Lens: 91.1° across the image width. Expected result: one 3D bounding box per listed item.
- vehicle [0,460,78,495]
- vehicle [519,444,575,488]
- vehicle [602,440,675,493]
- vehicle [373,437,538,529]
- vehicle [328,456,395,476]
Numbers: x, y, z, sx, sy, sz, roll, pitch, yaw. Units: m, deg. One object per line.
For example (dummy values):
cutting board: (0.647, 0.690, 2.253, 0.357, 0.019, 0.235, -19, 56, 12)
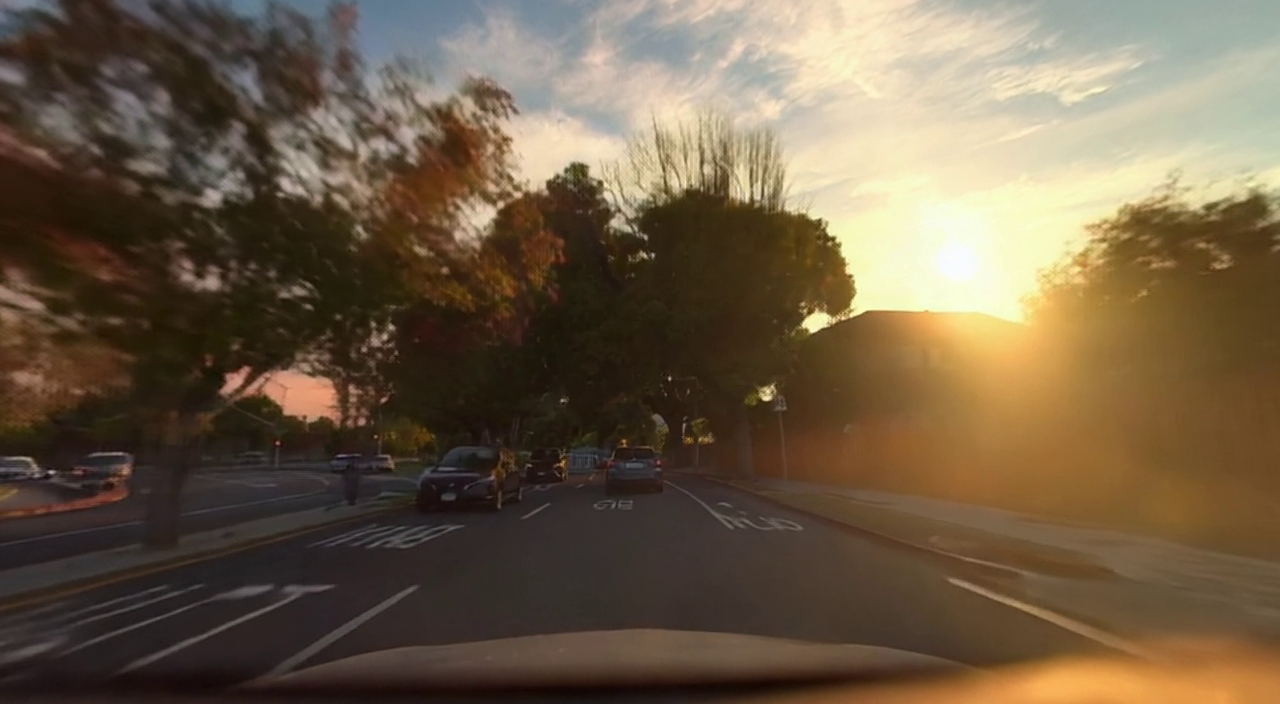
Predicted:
vehicle: (-32.019, 6.340, 31.762, 4.724, 1.597, 2.191, 2, -9, -14)
vehicle: (-3.536, 4.401, 24.527, 1.986, 1.561, 3.805, 1, -9, -6)
vehicle: (-0.135, 3.902, 21.798, 2.290, 1.653, 4.127, 0, -9, -2)
vehicle: (-3.797, 2.752, 14.058, 2.067, 1.546, 4.988, 2, -7, 1)
vehicle: (-21.599, 8.824, 48.715, 4.197, 1.447, 2.071, -1, -9, 9)
